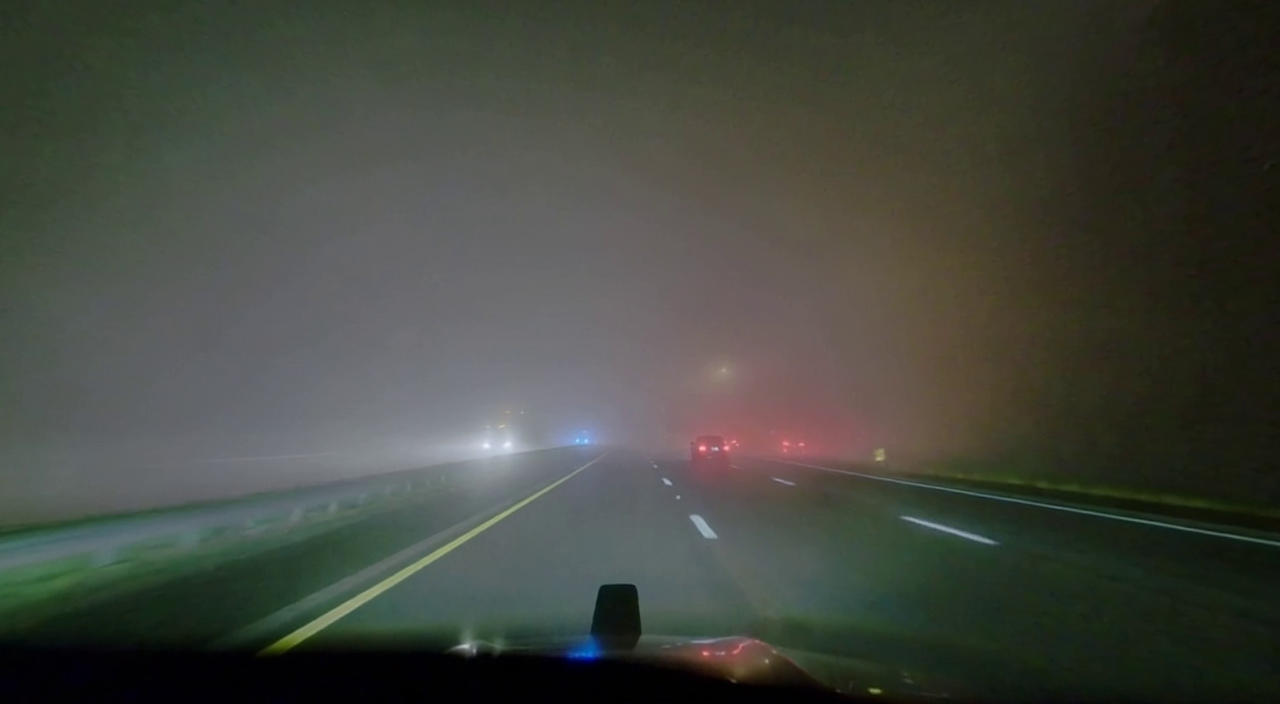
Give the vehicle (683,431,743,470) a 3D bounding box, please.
[{"bbox_3d":[3.187,4.389,28.332,2.084,1.583,4.420,0,-8,-1],"label":"vehicle"}]
